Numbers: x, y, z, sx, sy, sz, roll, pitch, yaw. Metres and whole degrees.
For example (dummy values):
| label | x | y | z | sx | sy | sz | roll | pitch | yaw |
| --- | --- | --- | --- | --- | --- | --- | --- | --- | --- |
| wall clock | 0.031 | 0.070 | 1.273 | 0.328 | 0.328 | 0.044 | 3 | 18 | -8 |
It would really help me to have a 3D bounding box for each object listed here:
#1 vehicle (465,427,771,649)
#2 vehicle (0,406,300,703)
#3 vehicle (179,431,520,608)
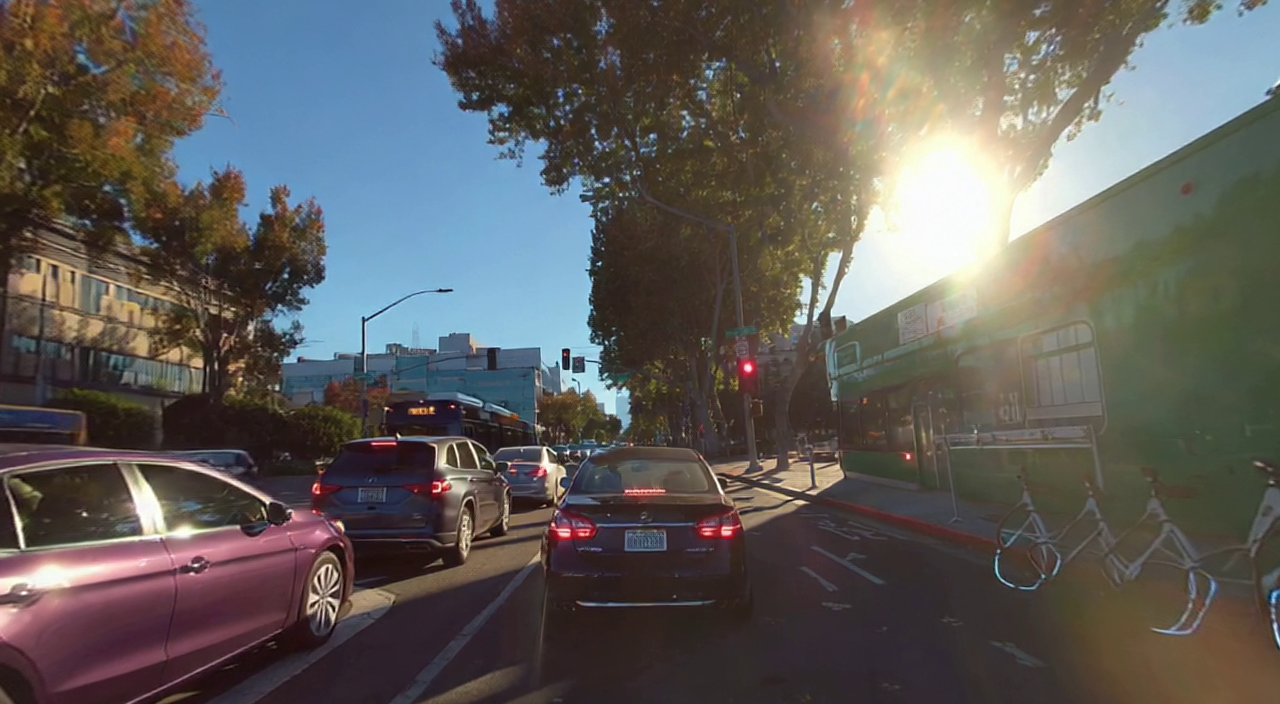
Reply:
| label | x | y | z | sx | sy | sz | roll | pitch | yaw |
| --- | --- | --- | --- | --- | --- | --- | --- | --- | --- |
| vehicle | -0.134 | 1.523 | 6.162 | 2.031 | 1.461 | 3.763 | 0 | -8 | 0 |
| vehicle | -3.168 | 0.869 | 1.720 | 1.867 | 1.486 | 4.452 | 0 | -8 | 2 |
| vehicle | -2.906 | 1.751 | 7.626 | 1.944 | 1.481 | 4.385 | 0 | -8 | 1 |
